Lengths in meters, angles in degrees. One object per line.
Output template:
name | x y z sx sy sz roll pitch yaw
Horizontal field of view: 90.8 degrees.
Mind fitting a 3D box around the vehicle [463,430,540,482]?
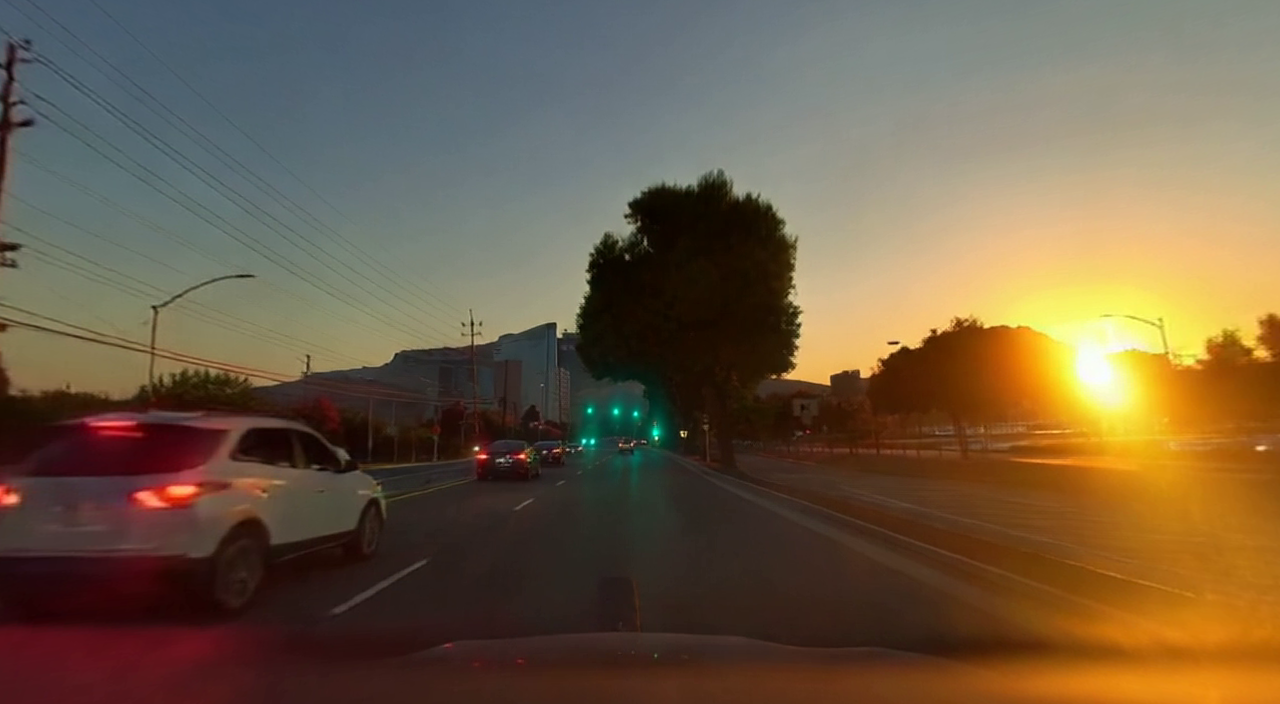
vehicle | -4.848 3.707 22.776 2.041 1.698 4.094 0 -8 -3

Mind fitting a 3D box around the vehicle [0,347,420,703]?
vehicle | -3.804 1.195 5.496 2.189 1.807 4.467 0 -8 -1

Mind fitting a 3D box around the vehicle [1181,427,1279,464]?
vehicle | 33.404 5.021 33.687 2.436 1.877 7.681 1 -9 1
